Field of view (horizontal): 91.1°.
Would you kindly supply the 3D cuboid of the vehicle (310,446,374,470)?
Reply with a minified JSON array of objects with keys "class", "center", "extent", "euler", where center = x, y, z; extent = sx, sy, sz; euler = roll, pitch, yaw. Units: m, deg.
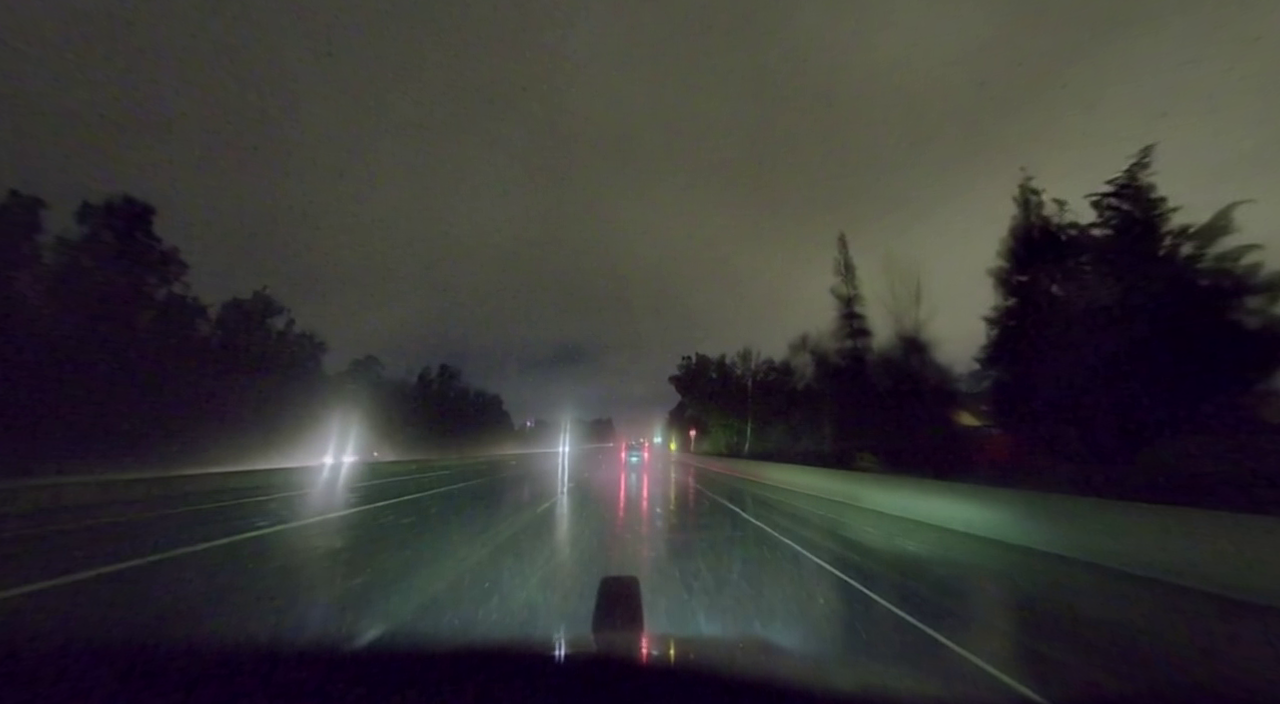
[{"class":"vehicle","center":[-20.102,7.163,42.661],"extent":[2.024,1.483,4.685],"euler":[0,-9,0]}]

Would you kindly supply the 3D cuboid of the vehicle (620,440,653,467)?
[{"class":"vehicle","center":[-0.231,6.815,42.475],"extent":[2.120,1.715,4.153],"euler":[0,-9,-1]}]
